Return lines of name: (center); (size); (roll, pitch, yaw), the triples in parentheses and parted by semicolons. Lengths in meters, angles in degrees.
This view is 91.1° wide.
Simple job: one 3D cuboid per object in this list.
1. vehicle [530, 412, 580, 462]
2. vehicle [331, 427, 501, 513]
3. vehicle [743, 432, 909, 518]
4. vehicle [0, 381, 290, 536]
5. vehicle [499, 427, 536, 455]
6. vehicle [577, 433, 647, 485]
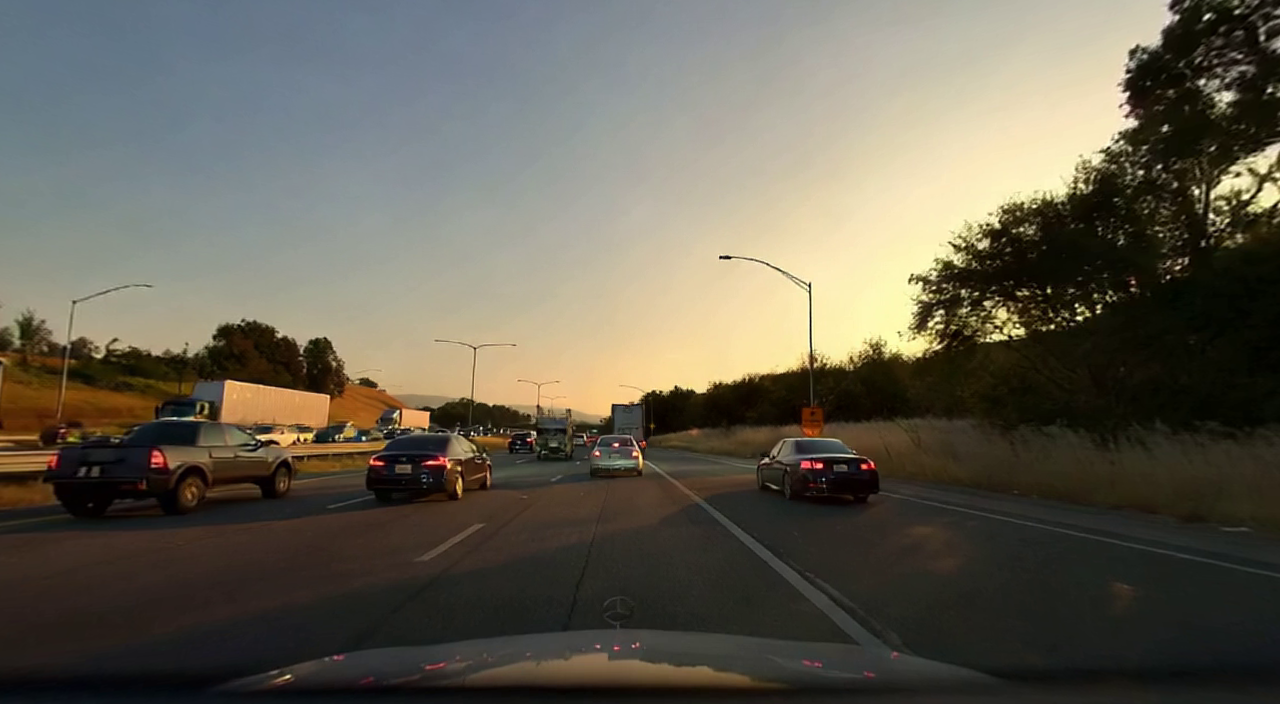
vehicle: (-4.846, 4.965, 36.774); (2.303, 2.610, 6.579); (0, -8, -3)
vehicle: (-4.416, 2.367, 13.260); (2.046, 1.493, 4.384); (0, -8, -1)
vehicle: (3.615, 2.453, 13.224); (1.981, 1.474, 4.396); (0, -8, -2)
vehicle: (-8.126, 1.654, 10.296); (2.158, 1.943, 4.662); (0, -8, -1)
vehicle: (-9.405, 6.864, 48.638); (2.023, 1.992, 4.581); (0, -8, -2)
vehicle: (-0.864, 3.301, 19.795); (1.980, 1.478, 3.758); (0, -8, -2)
